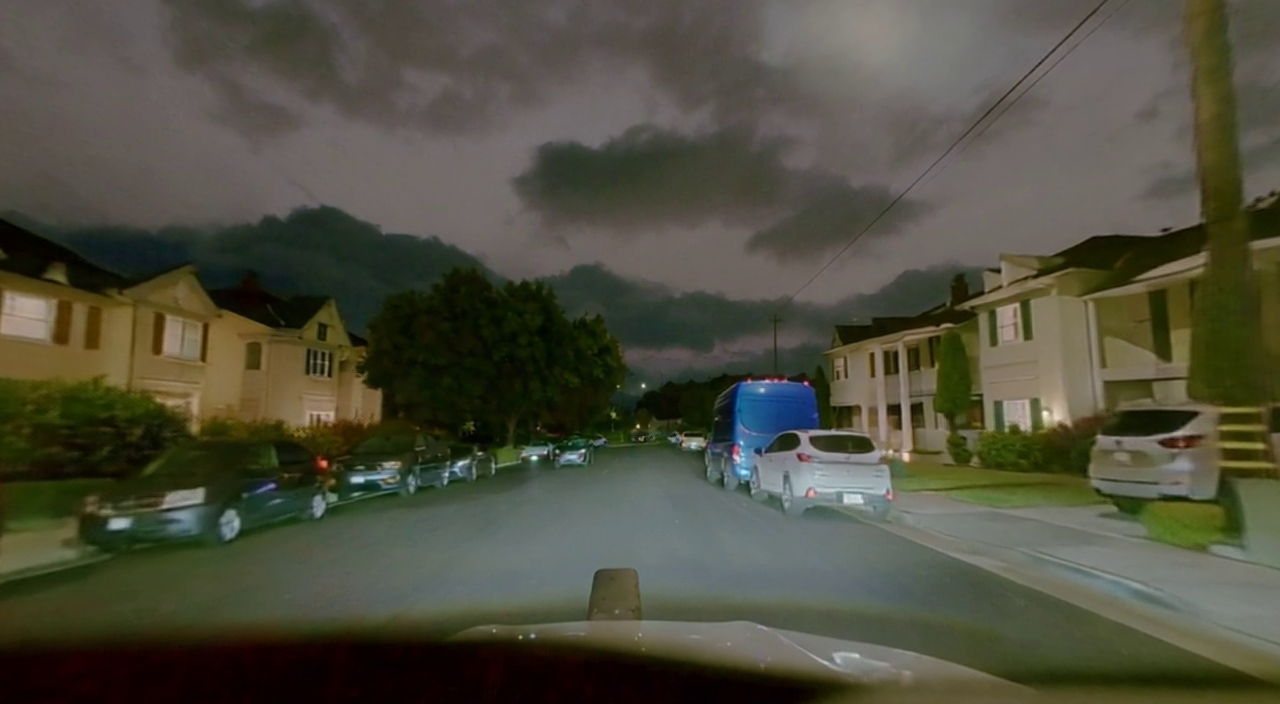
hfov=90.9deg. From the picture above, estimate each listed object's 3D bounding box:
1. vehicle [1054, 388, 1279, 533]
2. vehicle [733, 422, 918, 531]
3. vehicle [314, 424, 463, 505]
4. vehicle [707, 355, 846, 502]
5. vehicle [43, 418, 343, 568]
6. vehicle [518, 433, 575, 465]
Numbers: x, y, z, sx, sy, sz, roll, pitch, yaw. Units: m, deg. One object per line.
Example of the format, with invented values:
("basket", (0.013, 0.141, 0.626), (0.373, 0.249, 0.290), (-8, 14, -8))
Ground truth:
("vehicle", (8.188, 1.348, 8.277), (4.511, 1.528, 1.992), (2, -8, -15))
("vehicle", (2.911, 2.034, 11.015), (1.955, 1.500, 4.410), (0, -8, 1))
("vehicle", (-5.785, 2.558, 15.004), (1.834, 1.532, 3.628), (3, -6, 3))
("vehicle", (3.210, 2.027, 16.573), (2.317, 3.096, 6.383), (0, -8, 1))
("vehicle", (-5.860, 1.790, 8.844), (1.734, 1.549, 3.465), (-4, -7, -1))
("vehicle", (-4.652, 4.859, 31.886), (1.941, 1.515, 3.995), (-1, -8, 5))
